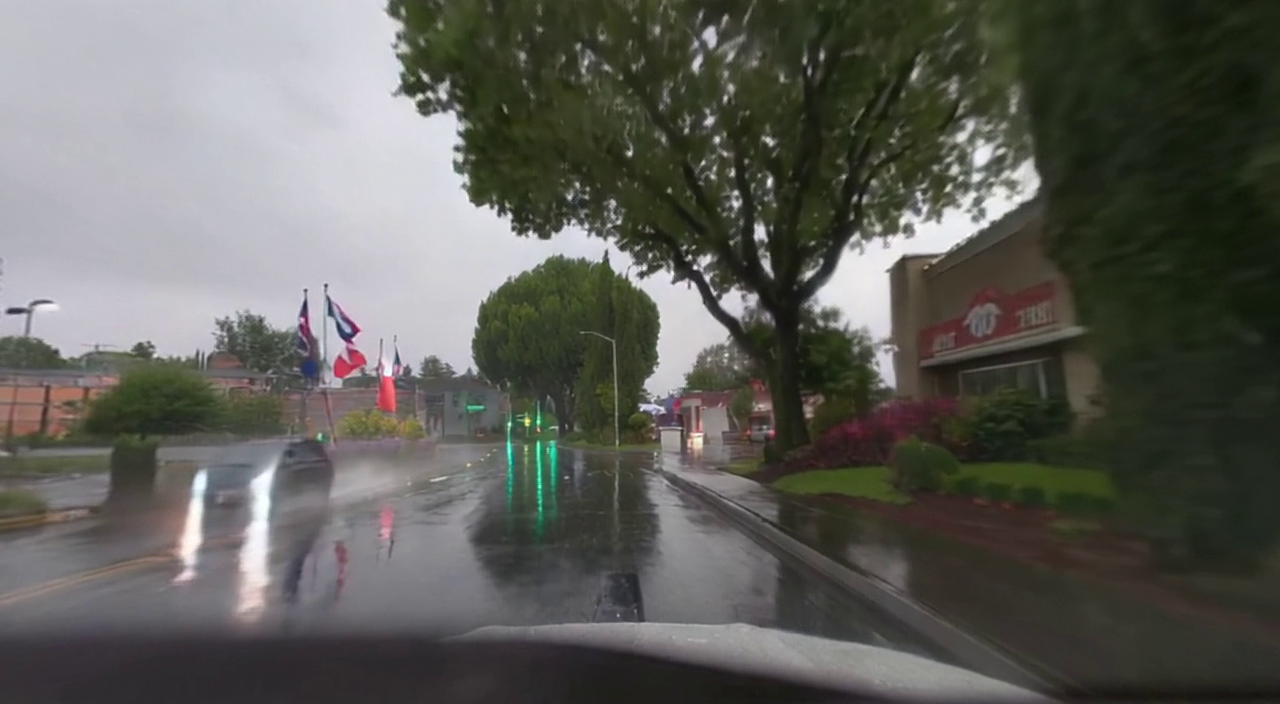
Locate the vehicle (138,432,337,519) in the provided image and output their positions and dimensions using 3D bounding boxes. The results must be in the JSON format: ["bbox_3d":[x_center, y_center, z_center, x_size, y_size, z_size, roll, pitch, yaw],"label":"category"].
[{"bbox_3d":[-8.075,2.455,13.138,1.912,1.500,3.772,0,-8,-6],"label":"vehicle"}]
